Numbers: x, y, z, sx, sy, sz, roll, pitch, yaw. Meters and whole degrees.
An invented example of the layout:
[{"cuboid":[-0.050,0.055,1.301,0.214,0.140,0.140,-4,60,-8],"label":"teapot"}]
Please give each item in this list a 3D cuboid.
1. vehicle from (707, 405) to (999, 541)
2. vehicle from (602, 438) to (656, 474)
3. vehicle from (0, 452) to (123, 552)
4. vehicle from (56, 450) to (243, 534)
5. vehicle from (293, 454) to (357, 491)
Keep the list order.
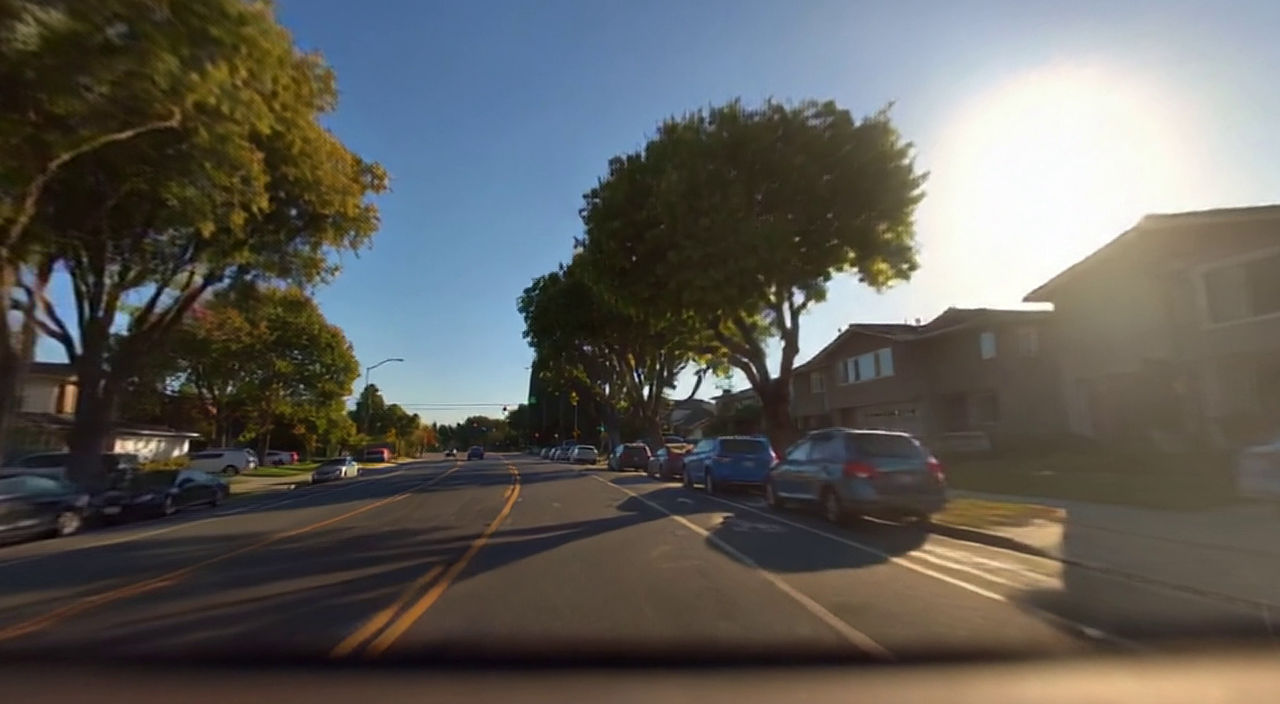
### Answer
[{"cuboid":[3.518,2.301,12.687,2.723,1.785,7.174,4,-9,-6],"label":"vehicle"},{"cuboid":[-0.742,5.866,35.998,2.348,1.804,5.207,4,-8,-8],"label":"vehicle"},{"cuboid":[-12.209,2.837,11.487,1.992,1.677,4.499,-7,-7,-4],"label":"vehicle"},{"cuboid":[-13.225,3.712,17.348,2.159,1.677,4.112,-7,-8,-6],"label":"vehicle"},{"cuboid":[-16.532,6.293,33.257,1.932,1.468,4.305,-6,-7,-12],"label":"vehicle"}]
